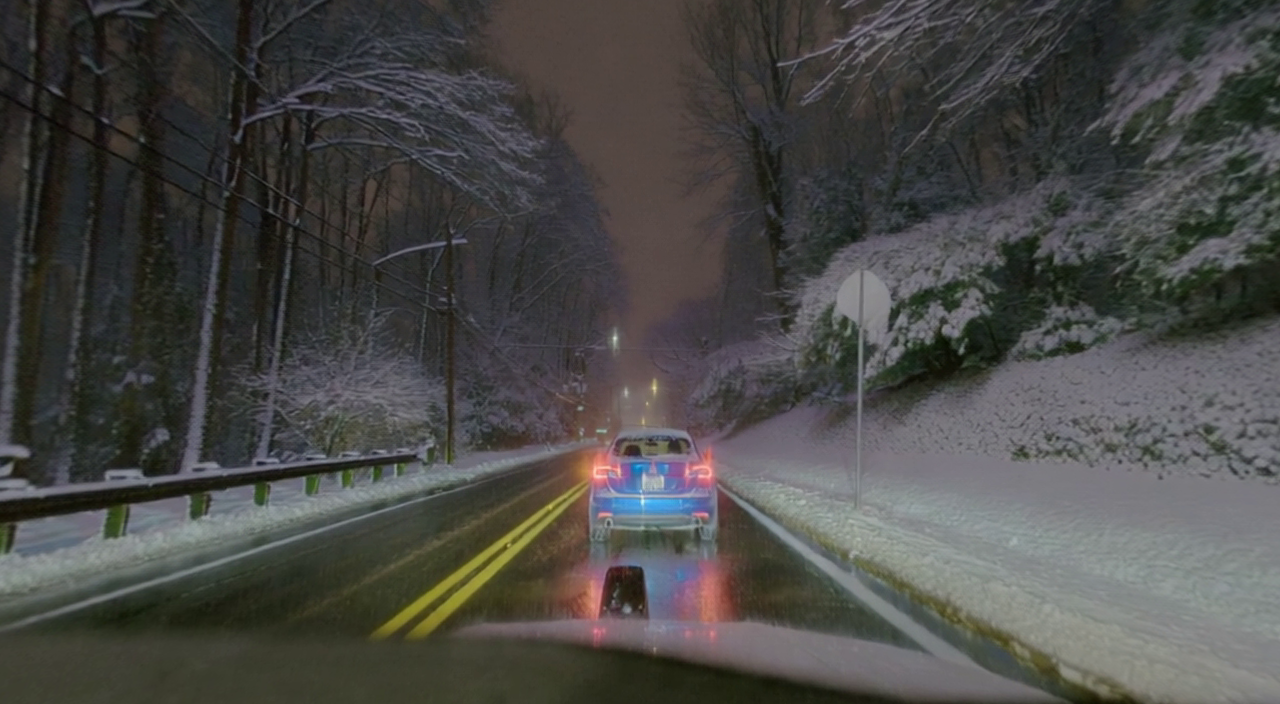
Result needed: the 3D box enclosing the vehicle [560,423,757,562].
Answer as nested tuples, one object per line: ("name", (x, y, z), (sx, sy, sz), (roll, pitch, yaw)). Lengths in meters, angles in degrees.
("vehicle", (0.239, 1.855, 8.969), (2.187, 1.533, 3.726), (0, -8, 1))
